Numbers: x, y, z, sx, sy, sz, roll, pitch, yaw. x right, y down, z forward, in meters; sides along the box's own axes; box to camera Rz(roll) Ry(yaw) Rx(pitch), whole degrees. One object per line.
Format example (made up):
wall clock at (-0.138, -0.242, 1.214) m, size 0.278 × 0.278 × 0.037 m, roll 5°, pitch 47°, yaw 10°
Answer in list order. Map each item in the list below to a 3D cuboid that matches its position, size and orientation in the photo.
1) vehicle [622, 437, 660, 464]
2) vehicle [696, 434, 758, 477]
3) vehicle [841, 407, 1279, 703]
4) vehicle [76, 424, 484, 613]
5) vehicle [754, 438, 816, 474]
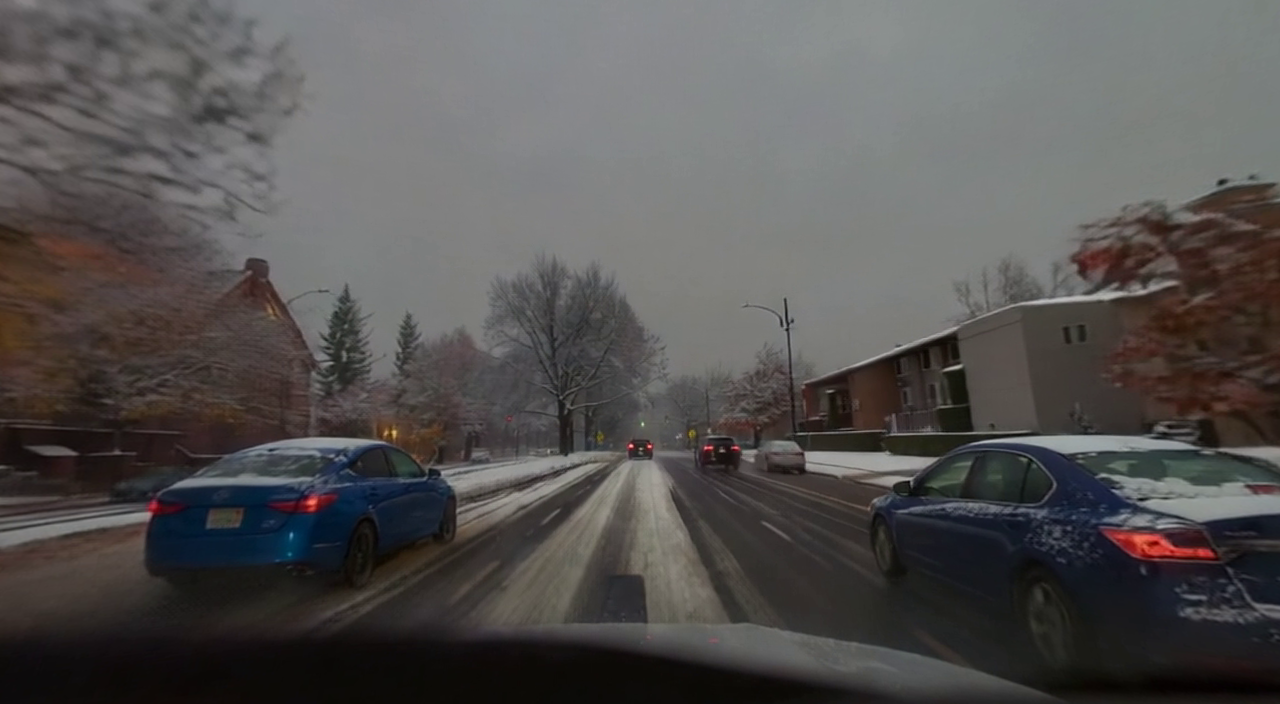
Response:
vehicle at (0.086, 6.289, 40.199) m, size 2.293 × 1.662 × 4.262 m, roll 0°, pitch -8°, yaw 1°
vehicle at (3.622, 4.402, 26.933) m, size 2.019 × 1.675 × 4.488 m, roll 0°, pitch -8°, yaw 0°
vehicle at (3.304, 1.293, 4.820) m, size 2.060 × 1.474 × 4.475 m, roll 0°, pitch -8°, yaw 0°
vehicle at (-3.442, 1.659, 7.325) m, size 1.997 × 1.479 × 4.547 m, roll 0°, pitch -8°, yaw 1°
vehicle at (7.078, 5.108, 31.102) m, size 1.933 × 1.647 × 4.487 m, roll 0°, pitch -8°, yaw -1°
